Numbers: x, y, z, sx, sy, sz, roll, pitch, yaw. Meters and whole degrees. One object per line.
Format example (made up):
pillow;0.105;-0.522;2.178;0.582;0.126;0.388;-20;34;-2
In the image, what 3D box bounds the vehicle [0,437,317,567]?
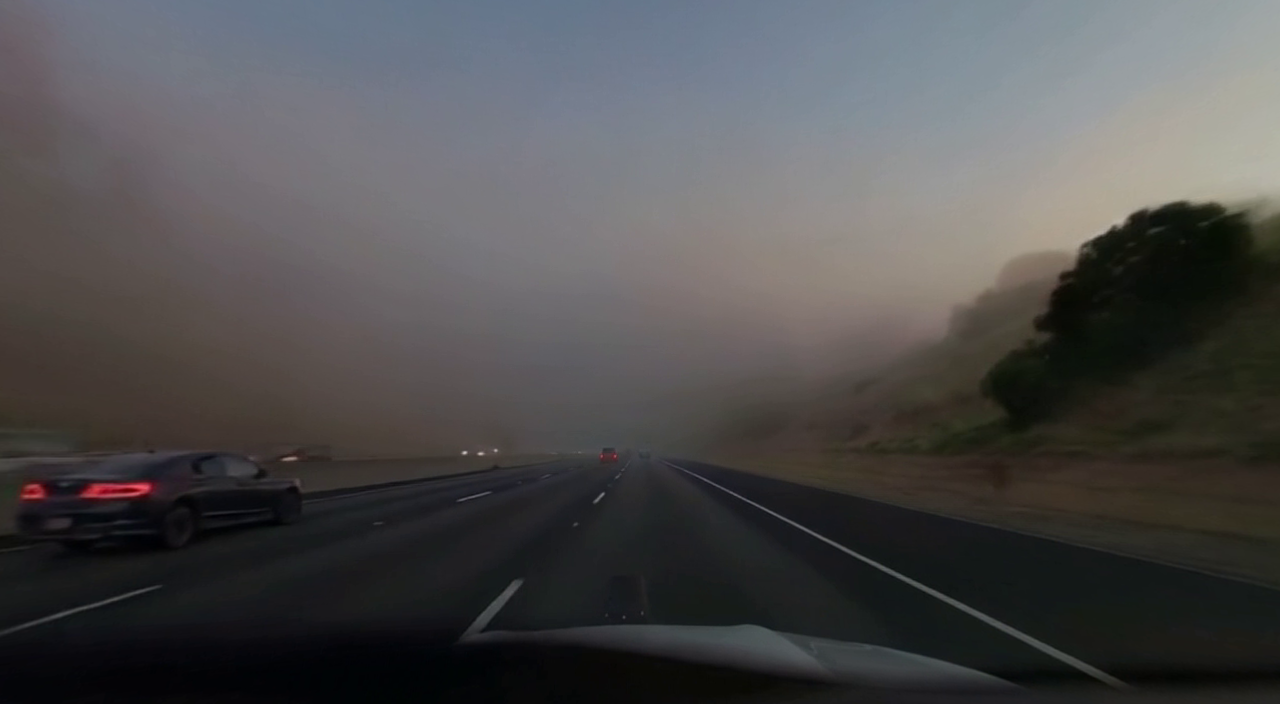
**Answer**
vehicle;-6.995;2.072;9.473;1.966;1.476;4.240;0;-9;1
